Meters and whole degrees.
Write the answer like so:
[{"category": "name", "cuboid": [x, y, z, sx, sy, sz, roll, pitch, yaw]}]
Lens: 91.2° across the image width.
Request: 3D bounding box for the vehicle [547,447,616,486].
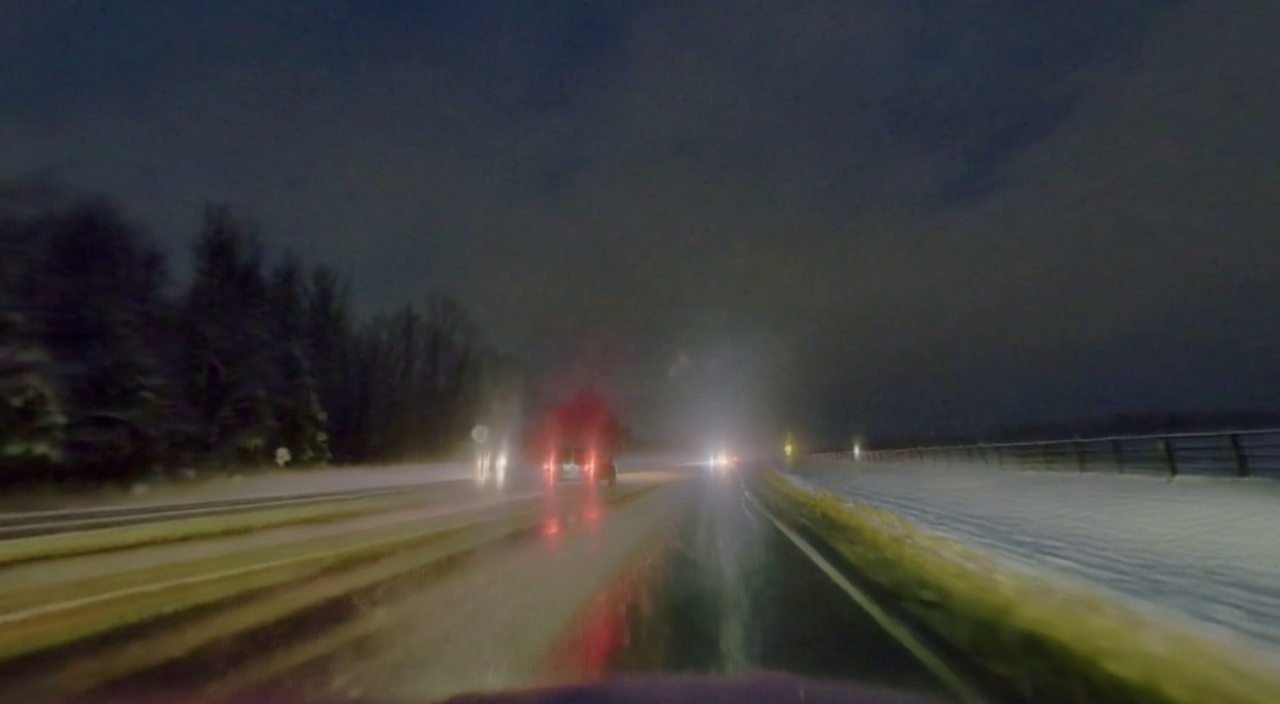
[{"category": "vehicle", "cuboid": [-2.592, 5.222, 28.851, 2.106, 1.679, 3.908, -2, -9, 12]}]
